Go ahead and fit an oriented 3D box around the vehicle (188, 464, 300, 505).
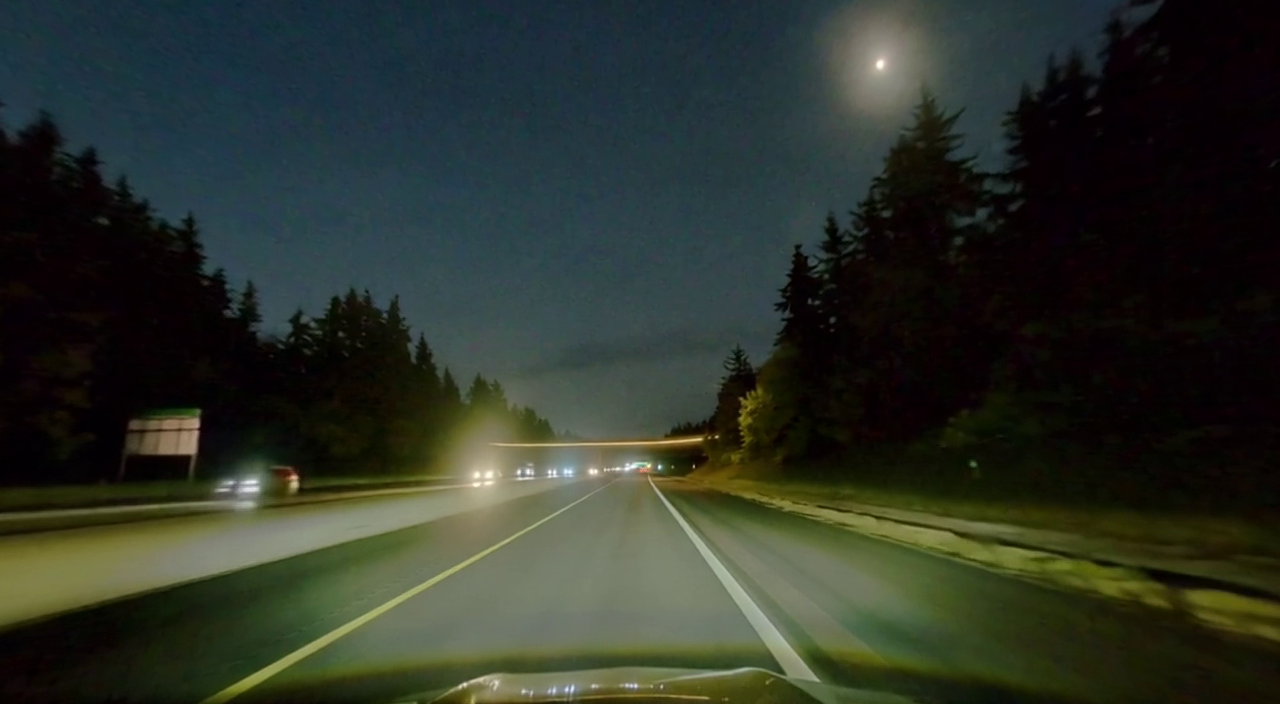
[{"bbox_3d":[-17.210,5.767,27.697,1.888,1.600,4.594,1,-11,-1],"label":"vehicle"}]
